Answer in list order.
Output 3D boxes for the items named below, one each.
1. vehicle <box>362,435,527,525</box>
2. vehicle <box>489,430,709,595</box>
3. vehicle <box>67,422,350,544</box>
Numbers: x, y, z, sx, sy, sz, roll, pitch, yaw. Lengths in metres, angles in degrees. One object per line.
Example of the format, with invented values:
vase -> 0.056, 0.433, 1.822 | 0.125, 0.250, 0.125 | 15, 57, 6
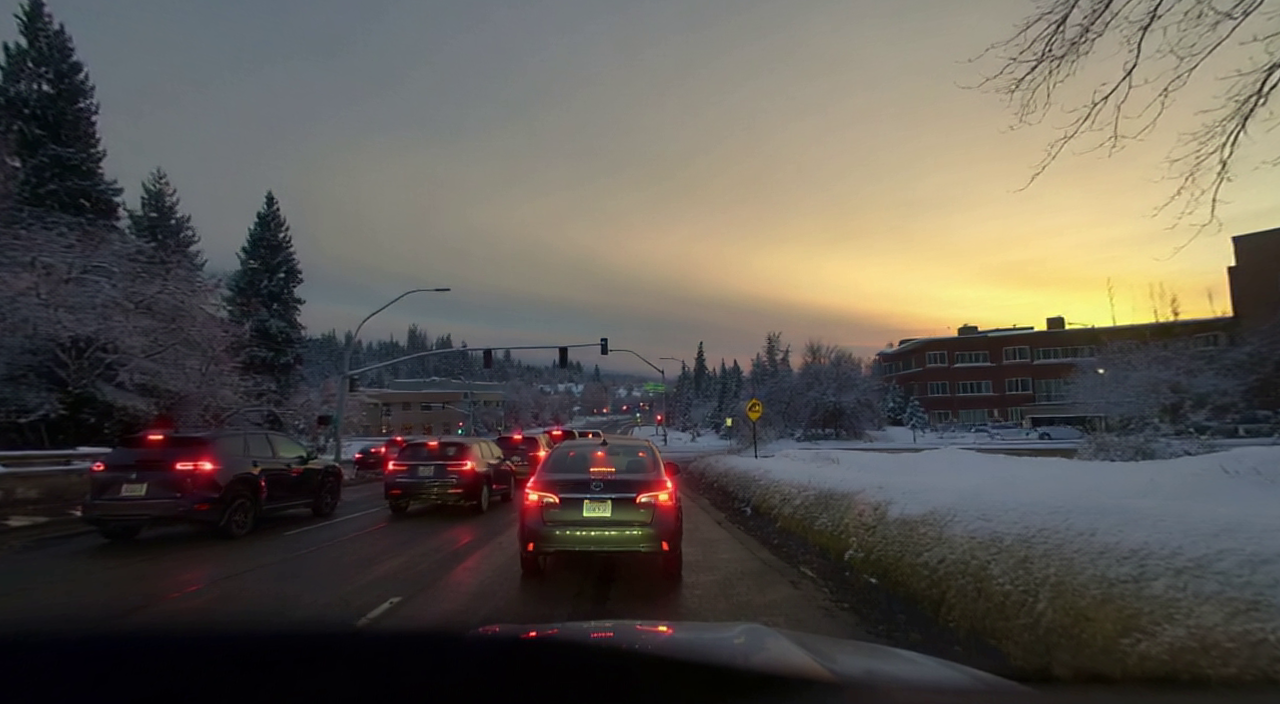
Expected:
vehicle -> -3.786, 2.553, 13.210 | 1.913, 1.521, 4.539 | 0, -9, 1
vehicle -> -0.392, 1.815, 8.002 | 2.066, 1.544, 3.954 | 0, -9, 0
vehicle -> -7.355, 2.251, 11.496 | 2.068, 1.784, 4.224 | 0, -9, 1
